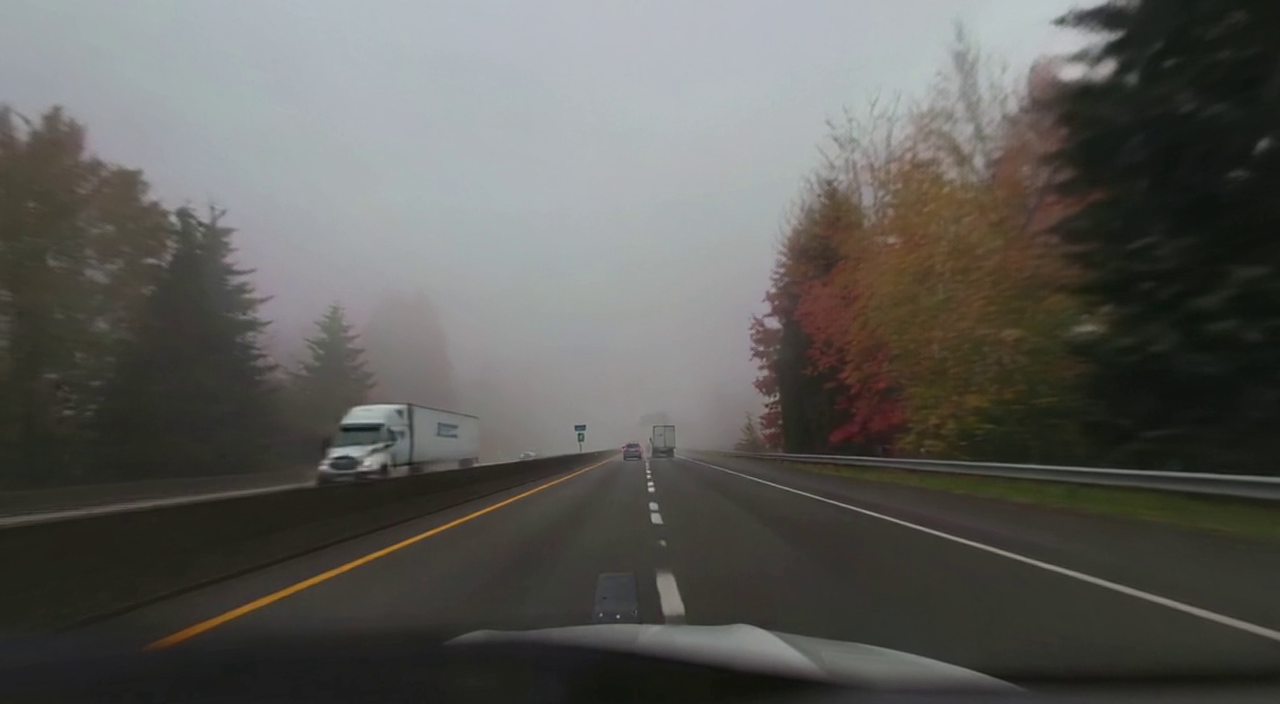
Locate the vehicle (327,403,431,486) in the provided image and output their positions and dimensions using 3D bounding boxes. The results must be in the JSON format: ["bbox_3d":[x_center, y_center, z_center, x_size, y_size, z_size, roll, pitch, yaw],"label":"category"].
[{"bbox_3d":[-14.119,5.105,34.570,3.027,4.079,6.174,0,-9,0],"label":"vehicle"}]
